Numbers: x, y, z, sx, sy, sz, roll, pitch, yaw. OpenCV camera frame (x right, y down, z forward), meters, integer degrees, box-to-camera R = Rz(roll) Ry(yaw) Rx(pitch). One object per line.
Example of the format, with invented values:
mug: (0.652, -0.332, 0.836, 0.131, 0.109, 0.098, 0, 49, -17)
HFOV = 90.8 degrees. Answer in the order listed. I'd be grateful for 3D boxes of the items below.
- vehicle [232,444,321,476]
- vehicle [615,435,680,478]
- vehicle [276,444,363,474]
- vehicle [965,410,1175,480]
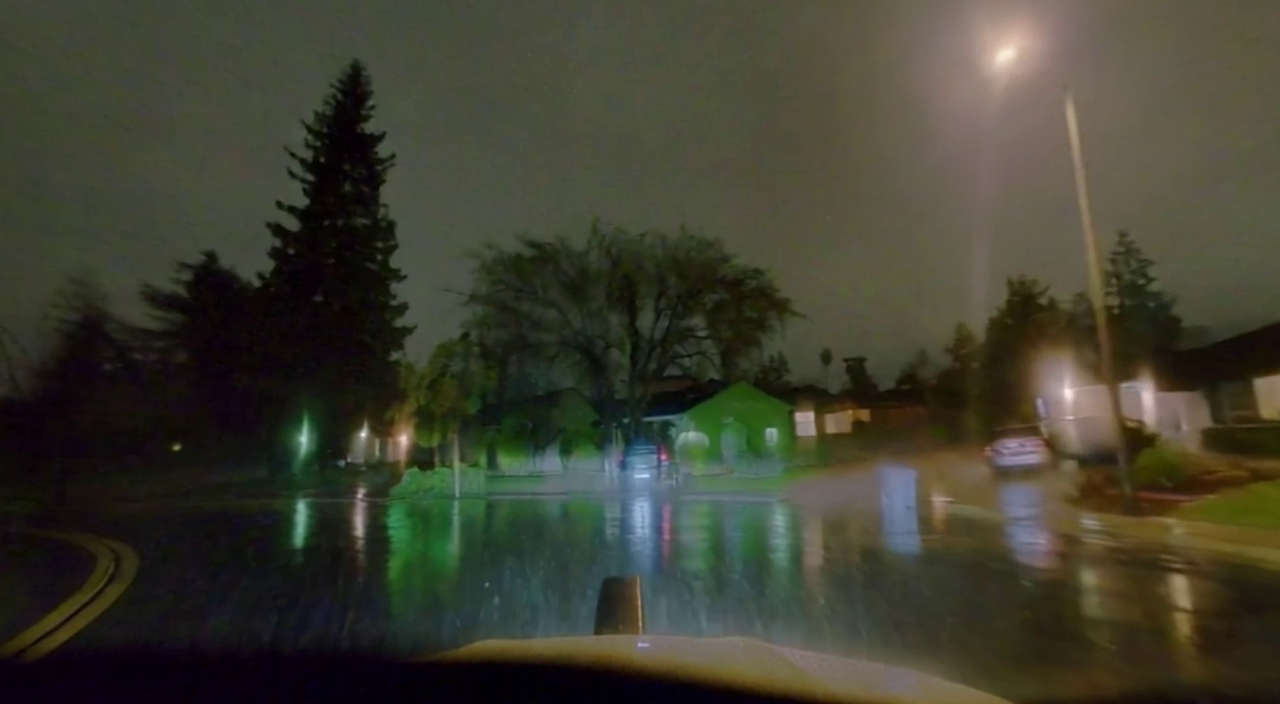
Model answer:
vehicle: (-19.979, 5.922, 34.939, 2.042, 1.633, 4.132, -1, -9, 8)
vehicle: (0.397, 4.176, 25.749, 1.819, 1.442, 4.329, -2, -6, 12)
vehicle: (-17.353, 5.801, 34.461, 1.933, 1.477, 4.361, -1, -9, 9)
vehicle: (11.440, 2.432, 16.856, 4.799, 1.451, 2.144, -1, -8, -21)
